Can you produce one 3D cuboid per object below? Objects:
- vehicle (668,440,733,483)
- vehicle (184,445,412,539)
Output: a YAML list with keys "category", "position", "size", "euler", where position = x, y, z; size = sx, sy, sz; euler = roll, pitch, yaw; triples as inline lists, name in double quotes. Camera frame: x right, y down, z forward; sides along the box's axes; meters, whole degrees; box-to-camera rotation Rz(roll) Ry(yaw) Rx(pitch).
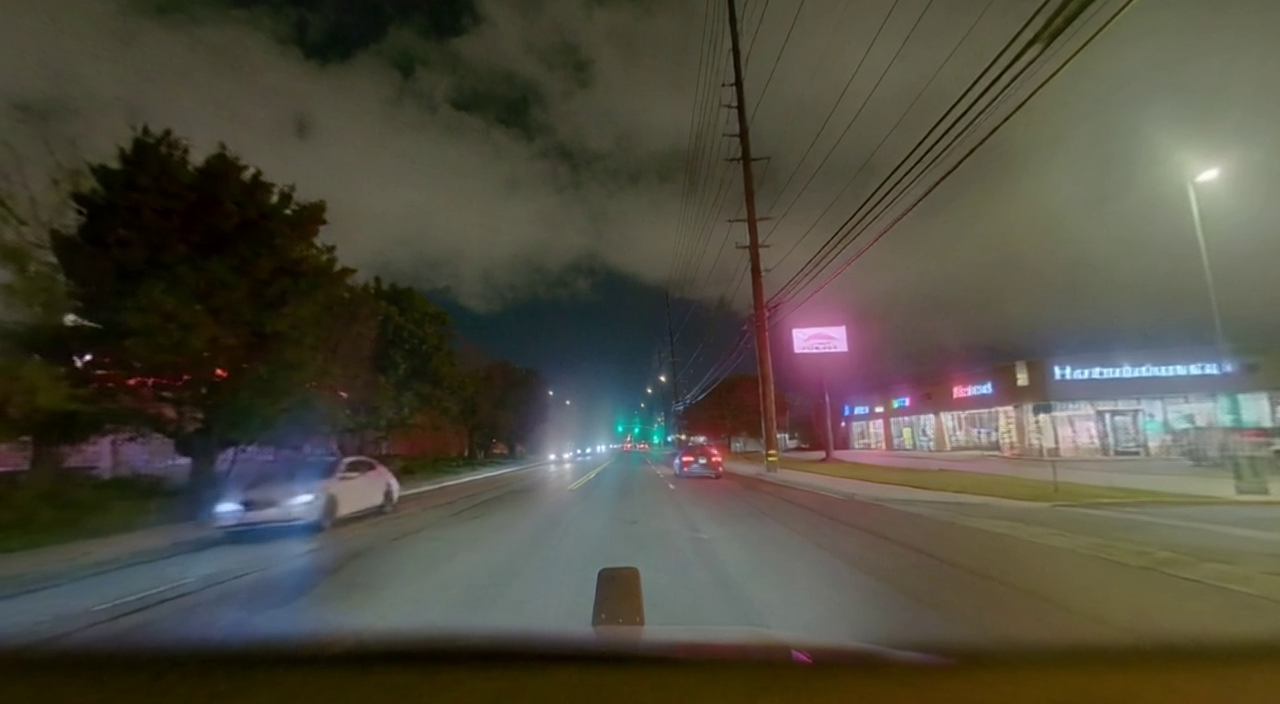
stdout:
- category: "vehicle"
  position: [2.210, 4.111, 23.994]
  size: [1.975, 1.497, 3.647]
  euler: [0, -9, -2]
- category: "vehicle"
  position: [-6.284, 2.571, 12.329]
  size: [2.069, 1.490, 4.254]
  euler: [0, -8, 0]
